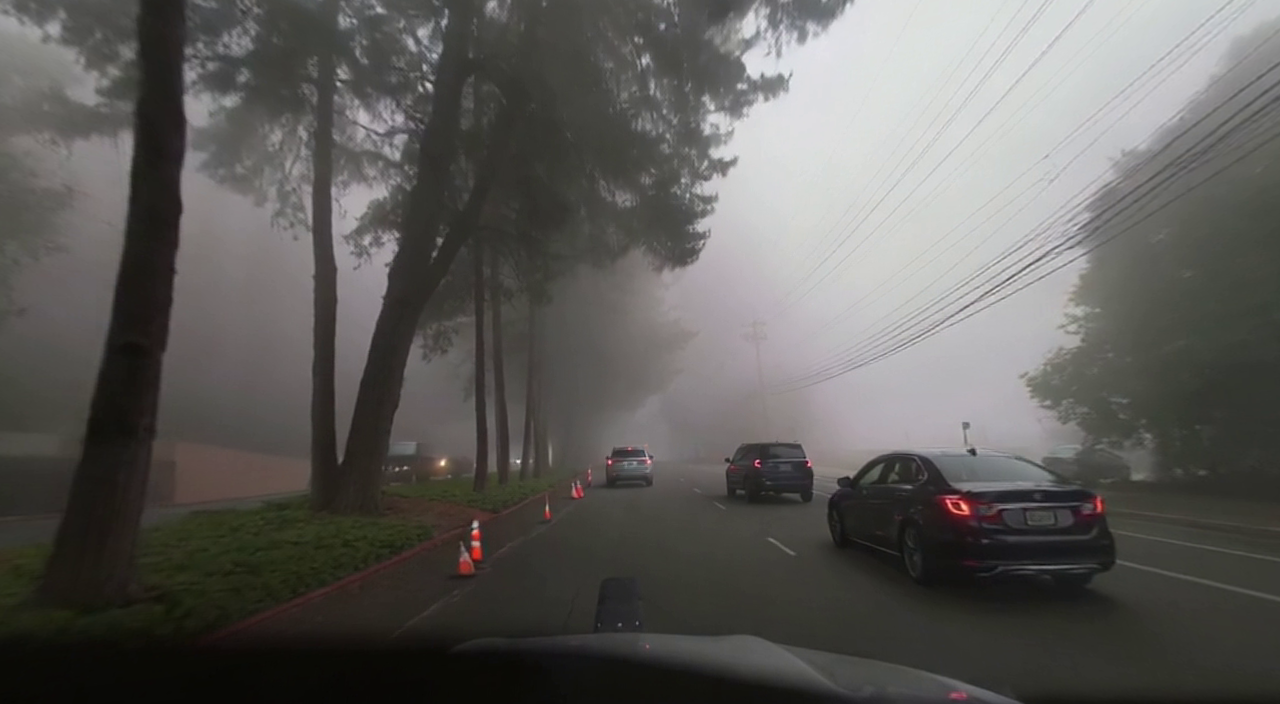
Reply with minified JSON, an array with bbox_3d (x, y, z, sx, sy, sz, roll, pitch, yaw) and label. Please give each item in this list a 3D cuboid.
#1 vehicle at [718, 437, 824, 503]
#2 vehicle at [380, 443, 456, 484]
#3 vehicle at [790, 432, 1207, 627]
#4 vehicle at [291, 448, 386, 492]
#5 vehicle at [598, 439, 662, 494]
[{"bbox_3d":[3.800,3.489,19.245,2.116,1.726,4.672,0,-8,-1],"label":"vehicle"},{"bbox_3d":[-12.394,6.232,35.779,2.223,2.091,6.044,0,-8,-1],"label":"vehicle"},{"bbox_3d":[3.331,1.701,7.224,1.977,1.460,4.565,0,-8,-2],"label":"vehicle"},{"bbox_3d":[-16.050,6.284,34.120,2.258,2.072,5.695,-1,-8,1],"label":"vehicle"},{"bbox_3d":[-0.331,3.989,22.408,2.050,1.745,3.915,-1,-8,0],"label":"vehicle"}]
